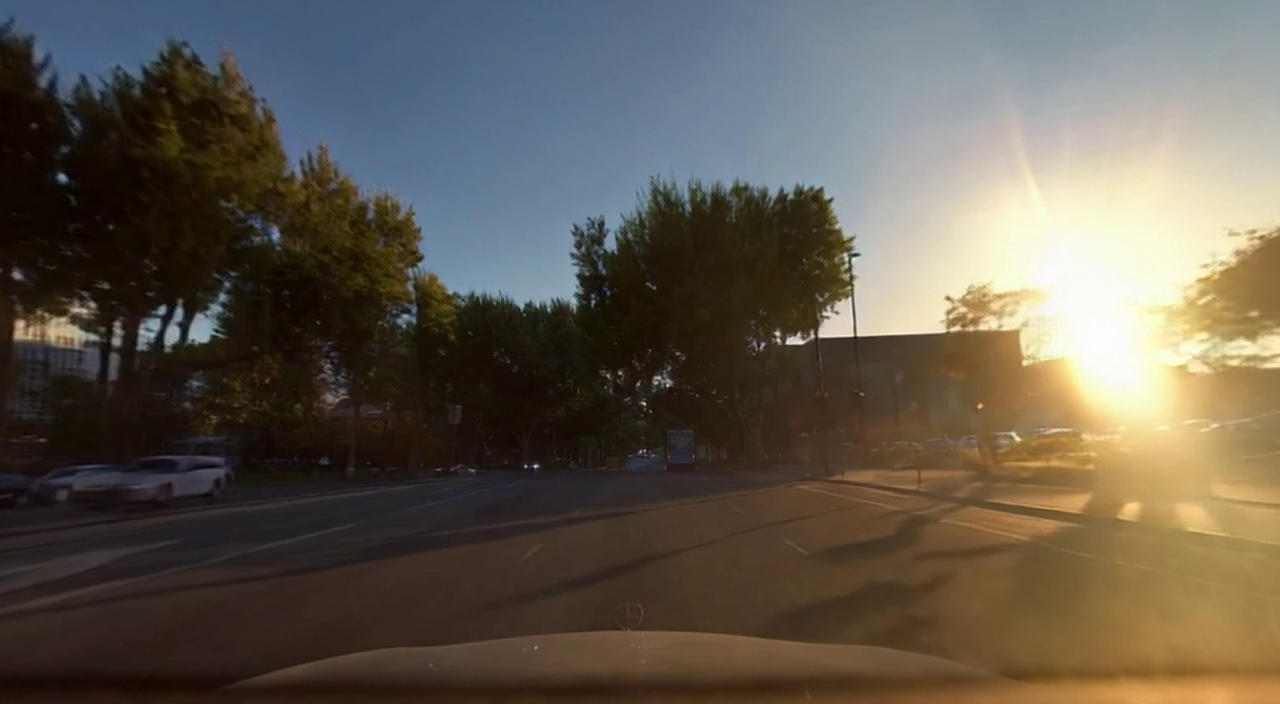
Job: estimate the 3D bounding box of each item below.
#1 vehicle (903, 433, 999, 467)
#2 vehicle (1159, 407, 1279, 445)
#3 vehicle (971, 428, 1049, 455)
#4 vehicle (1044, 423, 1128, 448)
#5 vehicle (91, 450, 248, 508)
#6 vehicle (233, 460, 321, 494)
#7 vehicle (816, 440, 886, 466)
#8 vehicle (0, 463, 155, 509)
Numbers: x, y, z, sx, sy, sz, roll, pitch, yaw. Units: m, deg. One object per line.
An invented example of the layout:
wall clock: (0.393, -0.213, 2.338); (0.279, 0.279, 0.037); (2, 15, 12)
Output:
vehicle: (17.520, 5.553, 35.719); (4.329, 1.502, 2.122); (-4, -4, 6)
vehicle: (32.168, 4.135, 34.907); (4.841, 1.720, 1.950); (-4, -8, 5)
vehicle: (26.541, 6.458, 45.338); (4.258, 1.456, 1.825); (-4, -14, 4)
vehicle: (31.566, 5.957, 44.769); (4.318, 1.476, 1.940); (-4, -10, 7)
vehicle: (-15.669, 4.199, 21.362); (1.945, 1.737, 4.358); (0, -9, 0)
vehicle: (-19.032, 6.554, 33.323); (1.958, 1.492, 4.580); (-2, -9, 0)
vehicle: (15.458, 7.446, 46.377); (4.432, 1.523, 1.908); (-4, -13, 6)
vehicle: (-22.647, 5.344, 25.550); (1.838, 1.526, 5.104); (-1, -9, 2)
